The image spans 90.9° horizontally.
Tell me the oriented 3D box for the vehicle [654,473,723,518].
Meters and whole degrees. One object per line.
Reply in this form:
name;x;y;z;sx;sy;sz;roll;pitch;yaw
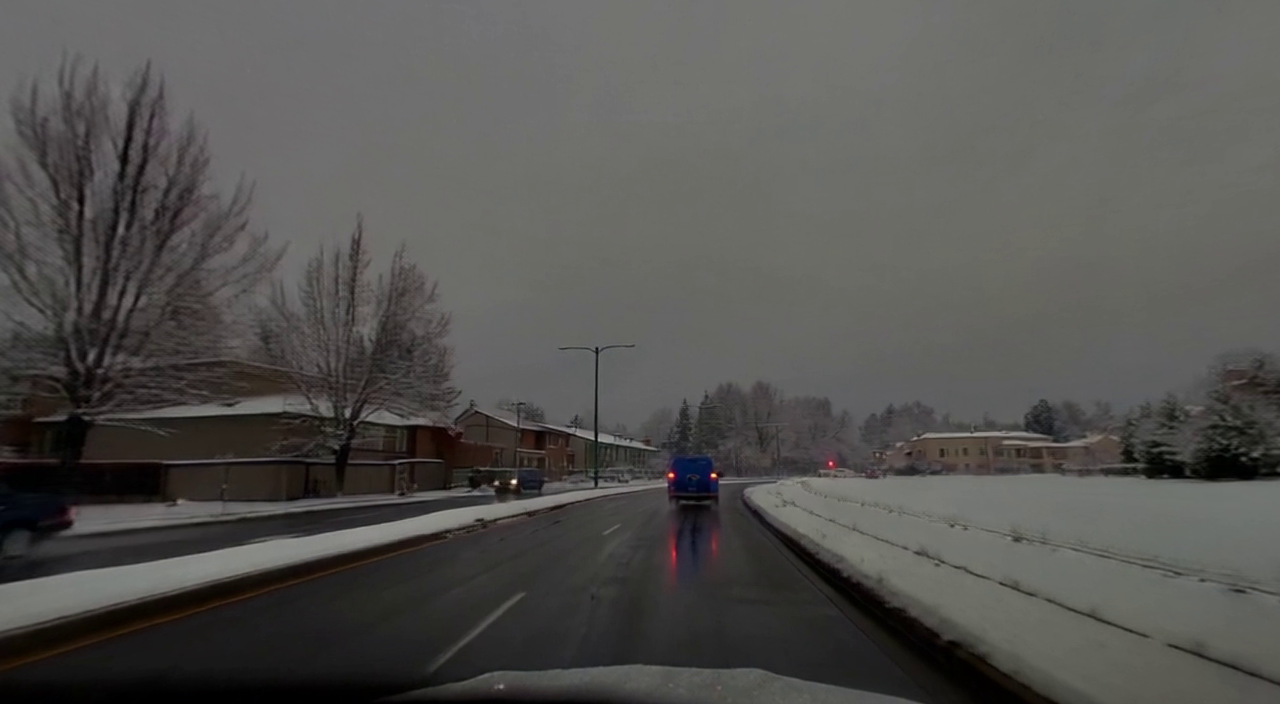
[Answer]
vehicle;1.781;4.753;21.334;1.972;1.250;5.282;-1;-11;8

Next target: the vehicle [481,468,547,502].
vehicle;-7.394;7.835;37.418;2.066;1.744;4.771;-5;-11;12
